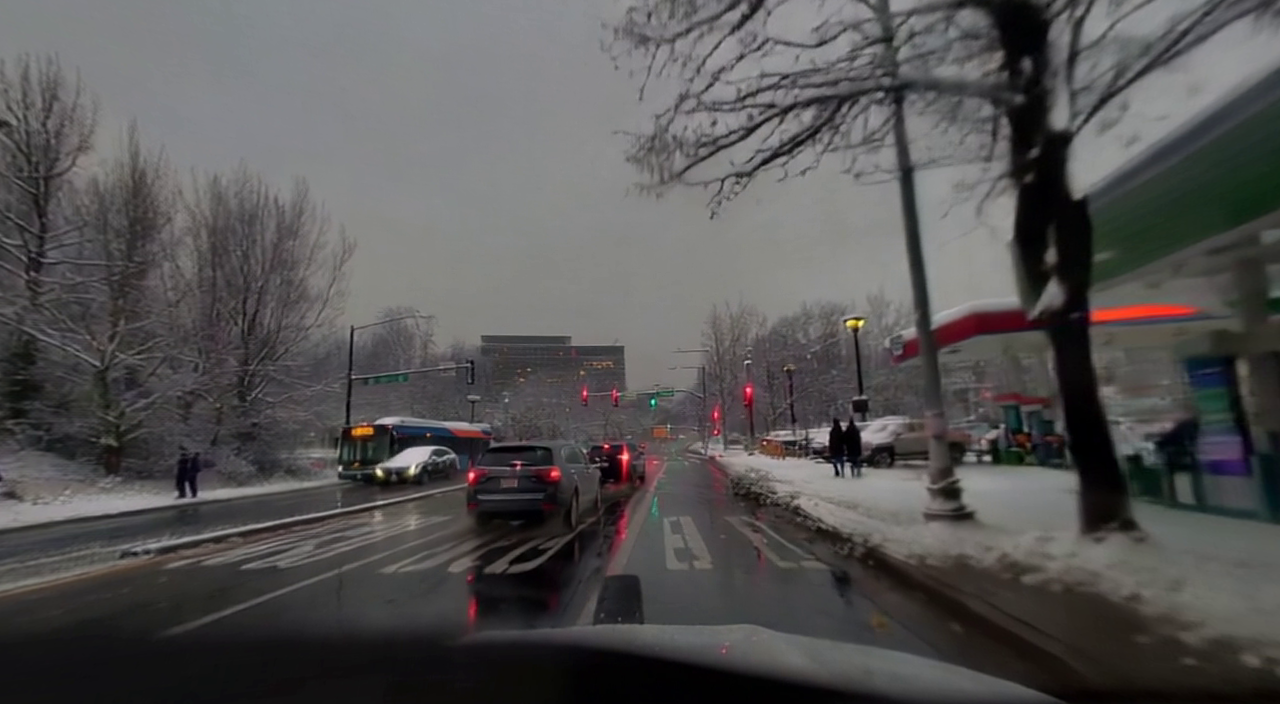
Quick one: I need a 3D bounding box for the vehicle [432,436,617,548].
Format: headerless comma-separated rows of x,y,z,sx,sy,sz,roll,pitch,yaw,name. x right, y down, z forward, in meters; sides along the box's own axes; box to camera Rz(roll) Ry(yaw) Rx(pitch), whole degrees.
-1.662,2.227,10.638,2.092,1.507,4.078,-1,-9,4,vehicle

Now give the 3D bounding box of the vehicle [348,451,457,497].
-9.276,4.795,25.077,2.054,1.599,5.178,-1,-9,3,vehicle

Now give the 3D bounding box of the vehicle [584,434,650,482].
-0.815,4.226,25.152,2.365,1.751,3.904,-1,-9,2,vehicle

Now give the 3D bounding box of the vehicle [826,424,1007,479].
8.899,3.247,20.598,4.894,1.451,2.089,-4,-8,3,vehicle

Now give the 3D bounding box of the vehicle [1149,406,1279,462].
17.764,2.394,18.191,4.064,1.507,2.078,-1,-9,3,vehicle

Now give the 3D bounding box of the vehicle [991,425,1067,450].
26.403,5.803,42.602,3.847,1.490,1.883,-1,-8,-5,vehicle
